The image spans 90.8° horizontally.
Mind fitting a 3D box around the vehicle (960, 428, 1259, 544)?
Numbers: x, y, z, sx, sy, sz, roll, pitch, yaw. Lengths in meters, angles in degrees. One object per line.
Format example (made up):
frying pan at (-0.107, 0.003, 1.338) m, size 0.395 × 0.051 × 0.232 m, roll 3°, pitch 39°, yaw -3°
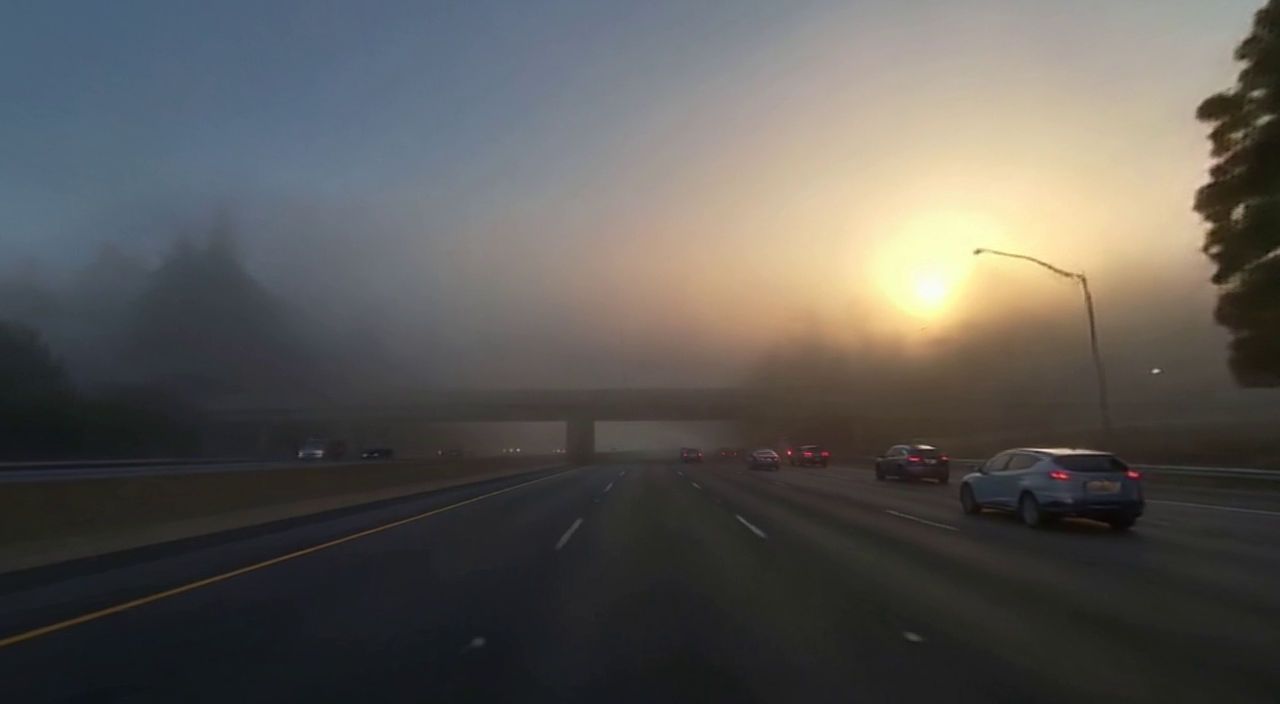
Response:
vehicle at (7.733, 2.222, 11.114) m, size 1.862 × 1.613 × 4.316 m, roll 0°, pitch -9°, yaw -1°
